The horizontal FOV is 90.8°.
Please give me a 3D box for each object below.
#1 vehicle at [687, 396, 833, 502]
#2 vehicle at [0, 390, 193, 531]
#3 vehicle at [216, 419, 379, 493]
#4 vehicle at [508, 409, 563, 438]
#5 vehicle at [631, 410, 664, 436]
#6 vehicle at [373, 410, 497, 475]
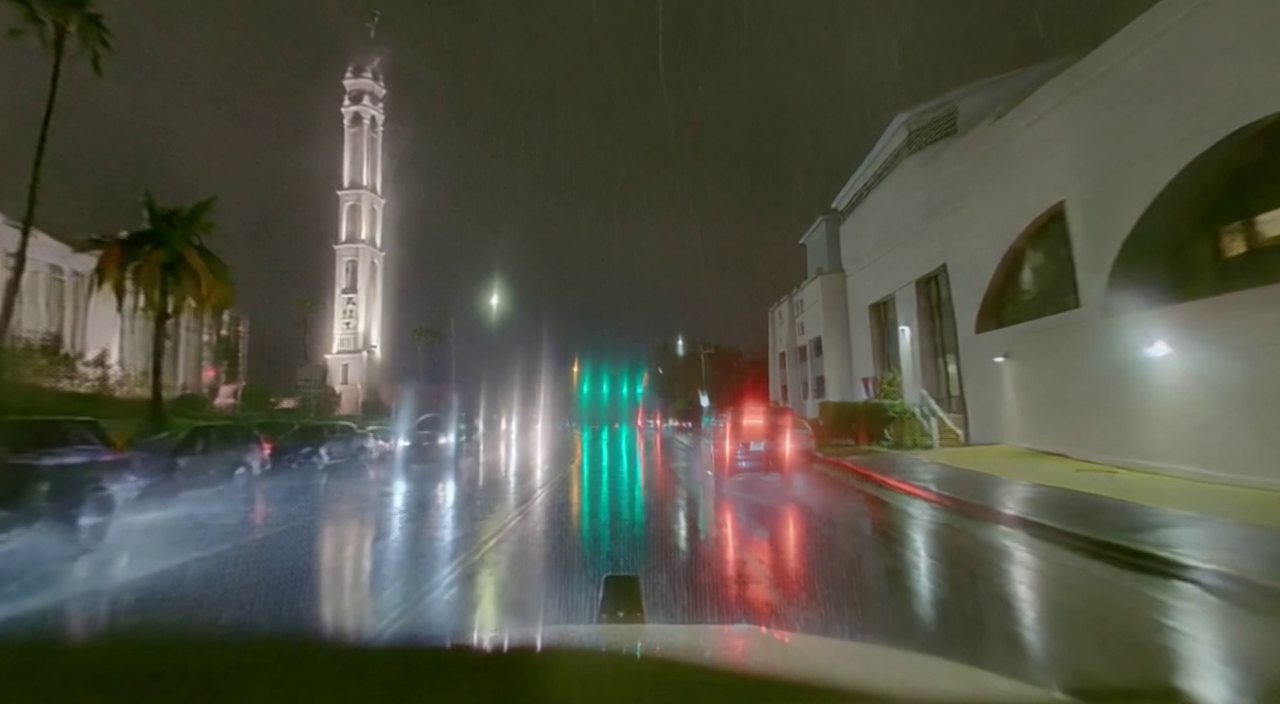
[{"bbox_3d":[2.293,2.045,13.404,1.995,1.858,4.333,0,-9,-3],"label":"vehicle"},{"bbox_3d":[-8.652,1.363,7.948,2.076,1.650,5.432,0,-9,0],"label":"vehicle"},{"bbox_3d":[-9.158,2.827,17.440,2.017,1.754,4.428,0,-9,-1],"label":"vehicle"},{"bbox_3d":[-5.819,4.102,35.712,2.153,1.469,4.939,0,-9,1],"label":"vehicle"},{"bbox_3d":[0.595,5.046,44.698,2.196,1.655,3.939,-1,-9,2],"label":"vehicle"},{"bbox_3d":[-5.883,2.699,18.816,2.171,1.676,4.523,0,-9,0],"label":"vehicle"}]
